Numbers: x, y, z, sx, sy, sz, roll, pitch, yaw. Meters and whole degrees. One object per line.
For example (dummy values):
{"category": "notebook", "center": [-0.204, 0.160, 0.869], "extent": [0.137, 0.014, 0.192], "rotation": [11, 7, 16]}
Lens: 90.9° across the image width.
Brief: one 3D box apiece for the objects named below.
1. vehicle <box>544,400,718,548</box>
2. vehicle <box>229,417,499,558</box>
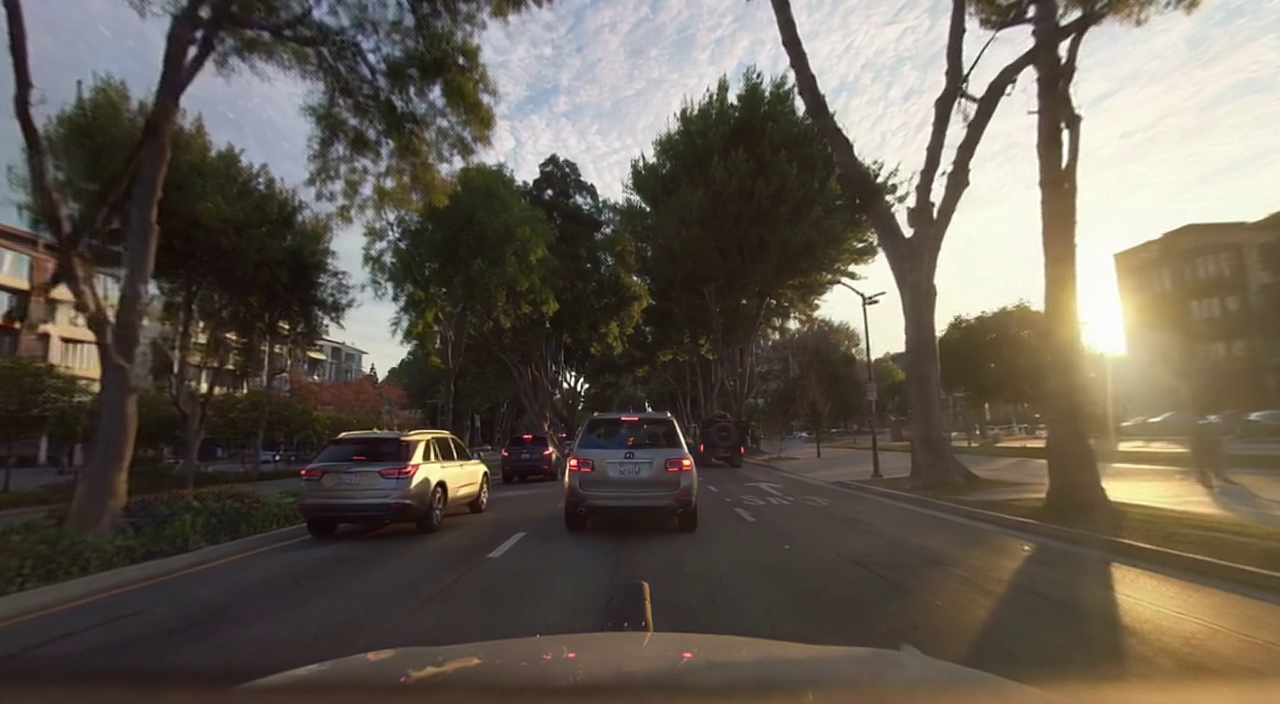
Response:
{"category": "vehicle", "center": [-0.089, 1.757, 9.627], "extent": [2.075, 1.770, 4.018], "rotation": [0, -8, 1]}
{"category": "vehicle", "center": [-3.750, 1.921, 9.727], "extent": [1.959, 1.614, 4.676], "rotation": [0, -8, 1]}
